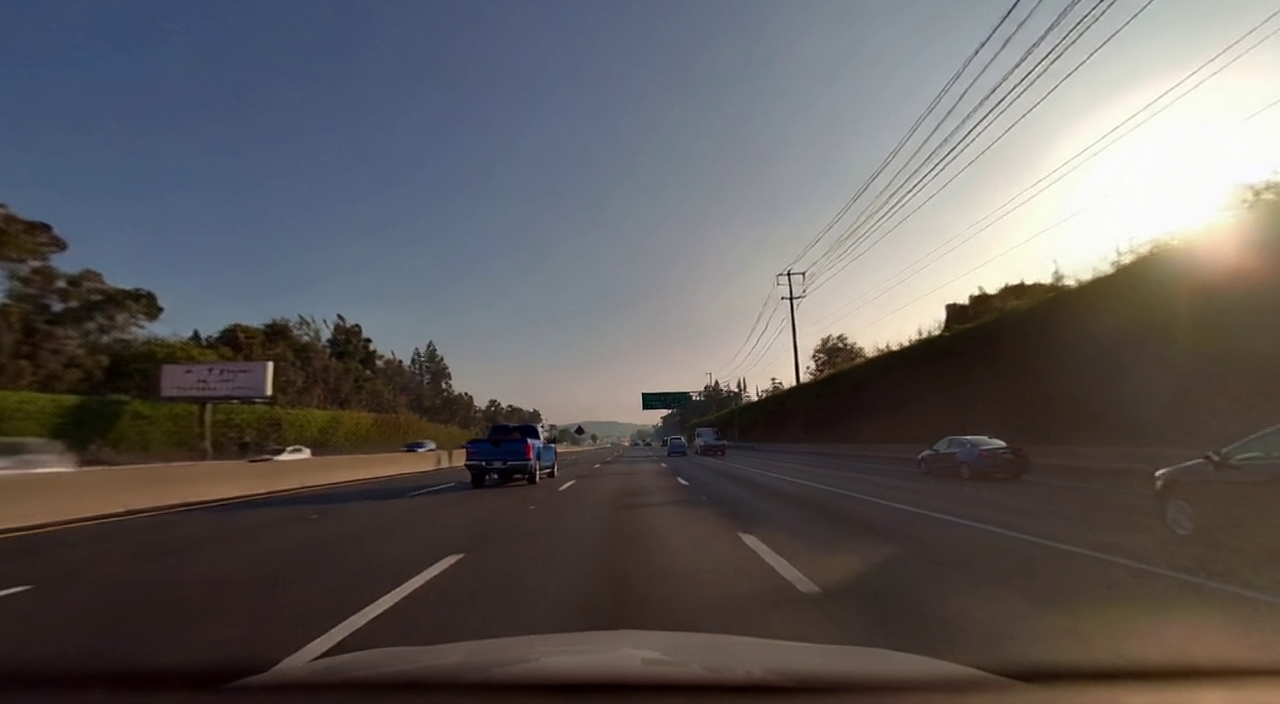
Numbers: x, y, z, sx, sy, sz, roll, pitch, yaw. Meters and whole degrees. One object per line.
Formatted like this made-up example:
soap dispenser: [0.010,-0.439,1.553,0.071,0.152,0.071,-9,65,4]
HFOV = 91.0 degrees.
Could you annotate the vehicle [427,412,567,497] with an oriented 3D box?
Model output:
vehicle: [-3.812,2.938,18.335,2.508,2.023,6.176,0,-8,1]

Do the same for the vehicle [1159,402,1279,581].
vehicle: [6.975,1.164,4.942,1.976,1.646,4.370,0,-8,-1]

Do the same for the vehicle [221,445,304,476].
vehicle: [-21.806,6.265,36.630,1.970,1.705,4.552,0,-8,0]

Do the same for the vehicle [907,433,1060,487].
vehicle: [10.495,3.334,19.747,2.076,1.470,4.644,0,-8,-1]
